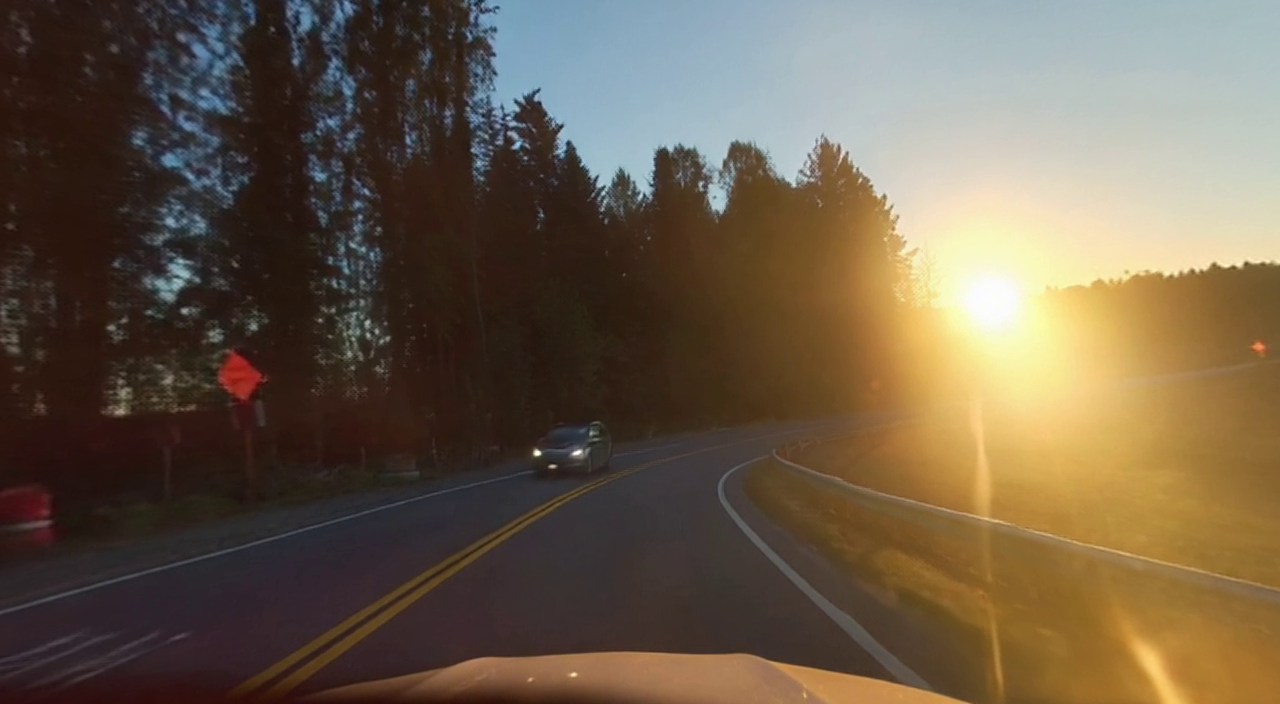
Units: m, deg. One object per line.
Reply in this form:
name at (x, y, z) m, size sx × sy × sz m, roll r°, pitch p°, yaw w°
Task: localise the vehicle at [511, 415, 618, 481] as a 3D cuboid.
vehicle at (-2.369, 3.258, 21.326) m, size 2.095 × 1.939 × 4.857 m, roll -3°, pitch -9°, yaw 12°
